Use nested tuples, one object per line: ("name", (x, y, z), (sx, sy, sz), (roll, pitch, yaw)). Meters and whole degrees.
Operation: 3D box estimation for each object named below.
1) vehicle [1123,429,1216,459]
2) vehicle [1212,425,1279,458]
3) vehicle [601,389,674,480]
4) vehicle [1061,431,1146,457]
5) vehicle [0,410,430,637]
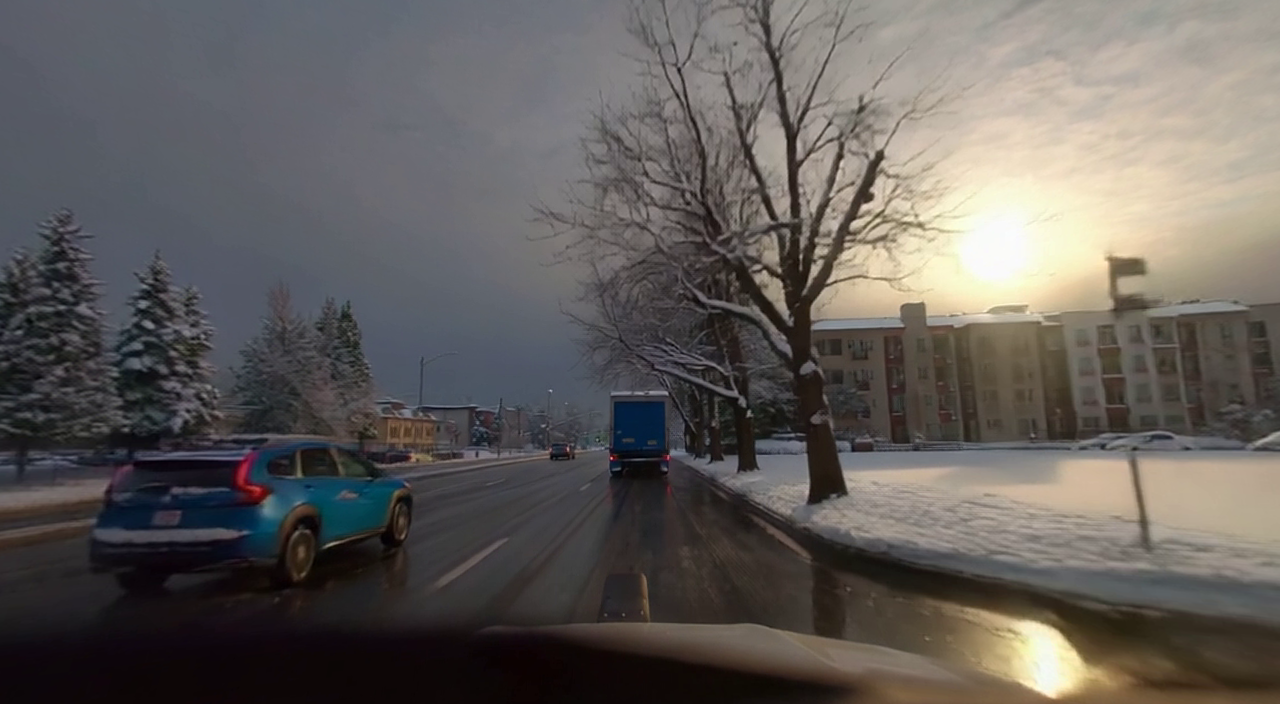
("vehicle", (27.423, 4.775, 32.540), (3.341, 1.387, 1.619), (-1, -8, -3))
("vehicle", (27.540, 3.929, 27.493), (3.405, 1.395, 1.600), (1, -9, -4))
("vehicle", (-0.006, 3.980, 29.713), (2.905, 3.644, 8.807), (0, -9, 1))
("vehicle", (25.859, 5.145, 35.098), (3.503, 1.419, 1.646), (1, -9, -4))
("vehicle", (-4.057, 1.548, 6.716), (2.078, 1.597, 4.355), (0, -9, 0))
